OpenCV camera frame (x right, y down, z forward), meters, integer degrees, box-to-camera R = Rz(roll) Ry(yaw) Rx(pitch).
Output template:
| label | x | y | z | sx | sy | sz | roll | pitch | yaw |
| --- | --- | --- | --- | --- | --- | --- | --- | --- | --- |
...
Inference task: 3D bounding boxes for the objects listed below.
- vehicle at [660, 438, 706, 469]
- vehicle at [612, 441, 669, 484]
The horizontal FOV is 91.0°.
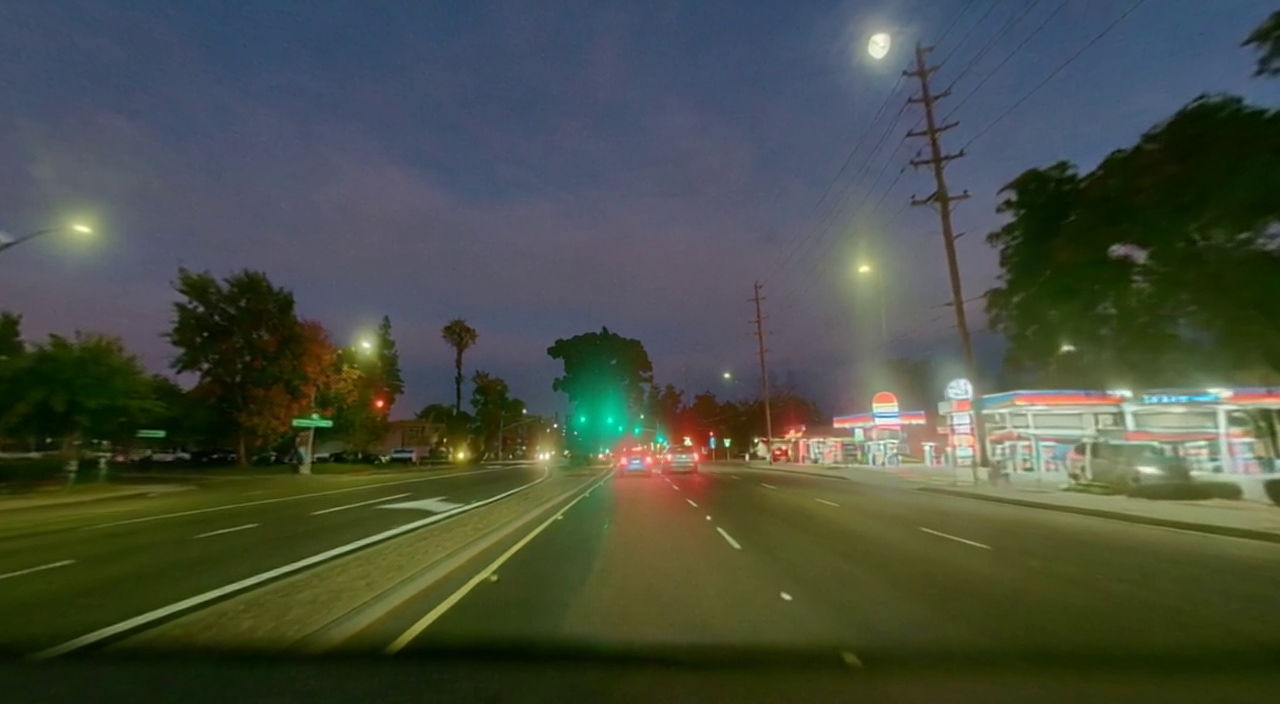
| label | x | y | z | sx | sy | sz | roll | pitch | yaw |
| --- | --- | --- | --- | --- | --- | --- | --- | --- | --- |
| vehicle | 2.990 | 7.241 | 45.141 | 2.731 | 2.101 | 6.047 | 0 | -9 | -2 |
| vehicle | -0.009 | 4.429 | 25.583 | 2.145 | 1.572 | 4.021 | 0 | -9 | -1 |
